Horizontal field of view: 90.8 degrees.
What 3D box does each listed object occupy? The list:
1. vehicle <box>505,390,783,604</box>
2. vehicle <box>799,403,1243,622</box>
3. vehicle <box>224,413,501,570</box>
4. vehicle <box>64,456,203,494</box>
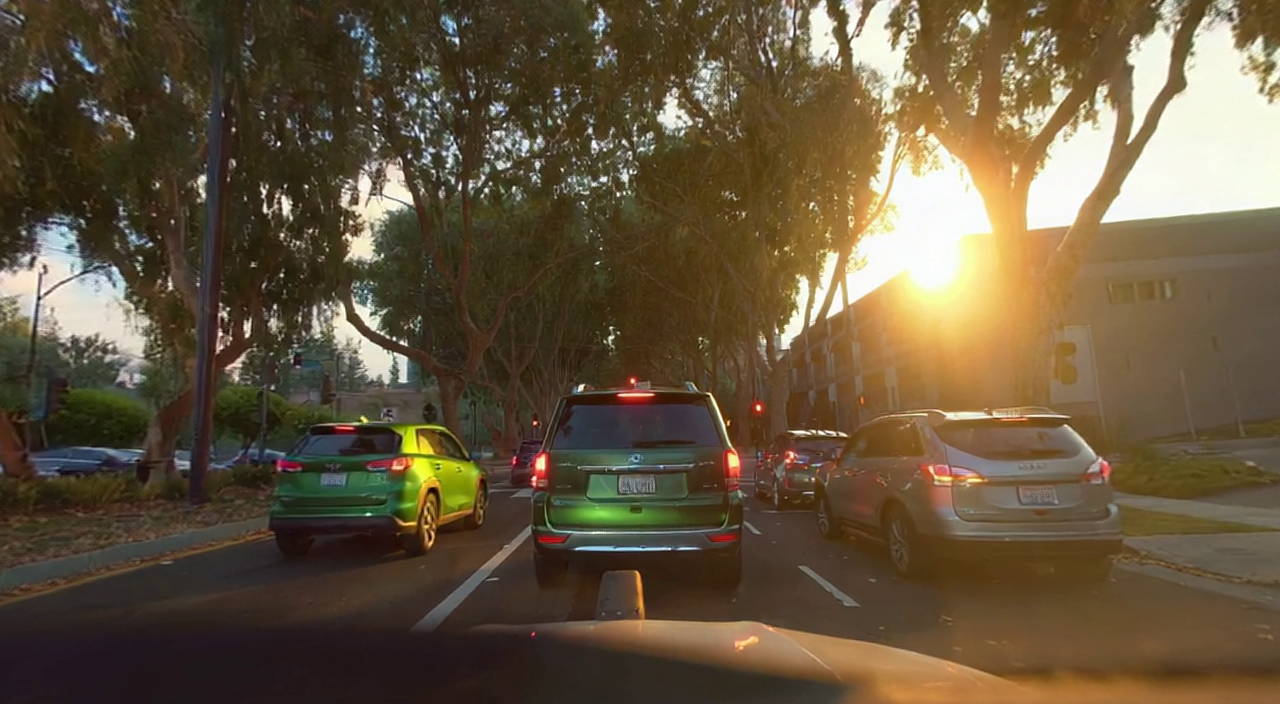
[{"bbox_3d":[0.018,1.490,7.252,2.294,1.761,3.857,0,-9,-1],"label":"vehicle"},{"bbox_3d":[3.467,1.546,7.048,2.202,1.657,4.298,0,-9,-1],"label":"vehicle"},{"bbox_3d":[-3.391,1.779,8.771,1.961,1.639,4.064,0,-9,0],"label":"vehicle"},{"bbox_3d":[-22.339,5.413,28.186,2.312,1.443,4.684,0,-9,1],"label":"vehicle"}]
